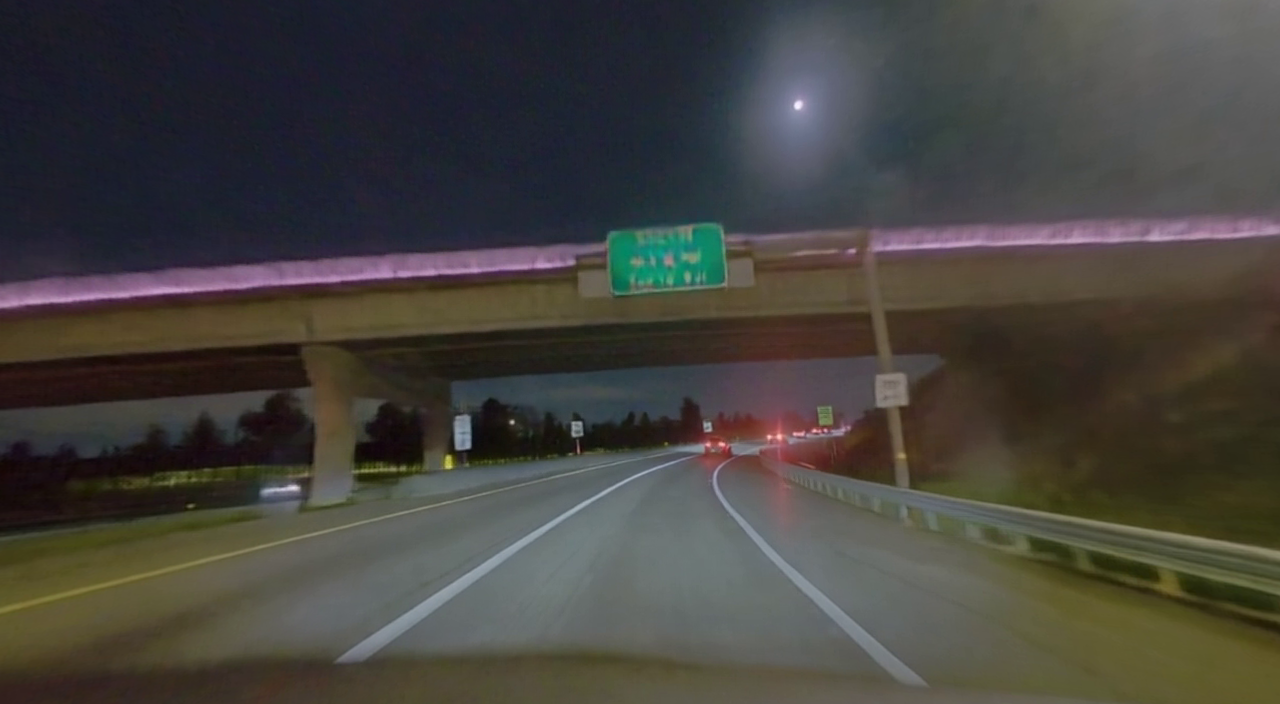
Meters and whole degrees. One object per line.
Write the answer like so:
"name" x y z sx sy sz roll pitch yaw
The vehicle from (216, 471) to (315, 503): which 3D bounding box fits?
"vehicle" -21.075 7.558 35.526 4.374 1.541 1.860 8 -12 -41
